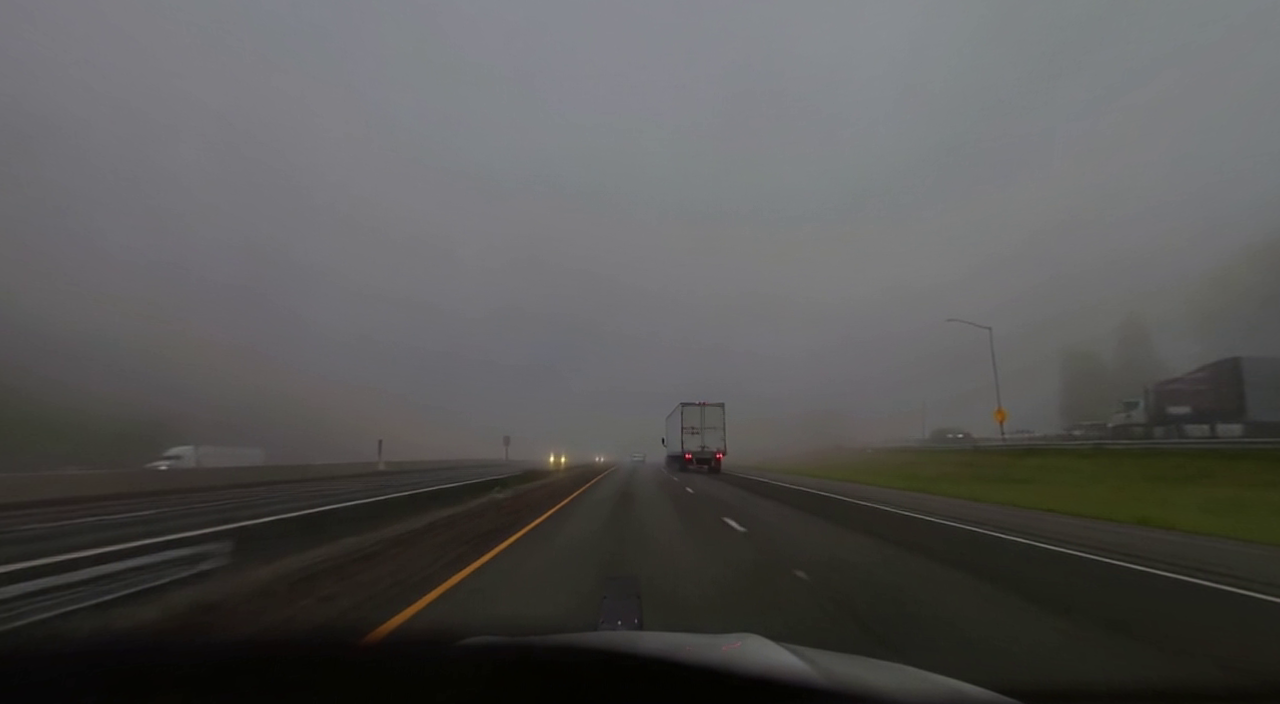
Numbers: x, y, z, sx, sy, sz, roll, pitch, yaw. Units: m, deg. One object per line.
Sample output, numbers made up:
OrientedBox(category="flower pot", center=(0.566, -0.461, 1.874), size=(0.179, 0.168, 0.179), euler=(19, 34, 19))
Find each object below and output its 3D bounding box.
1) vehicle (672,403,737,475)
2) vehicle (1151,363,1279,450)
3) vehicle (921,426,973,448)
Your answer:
OrientedBox(category="vehicle", center=(4.059, 6.059, 43.064), size=(3.185, 4.154, 12.638), euler=(0, -9, 0))
OrientedBox(category="vehicle", center=(35.422, 3.709, 39.195), size=(2.833, 4.493, 14.015), euler=(-5, -9, 29))
OrientedBox(category="vehicle", center=(22.918, 6.409, 47.094), size=(1.800, 1.506, 3.851), euler=(0, -9, -1))
